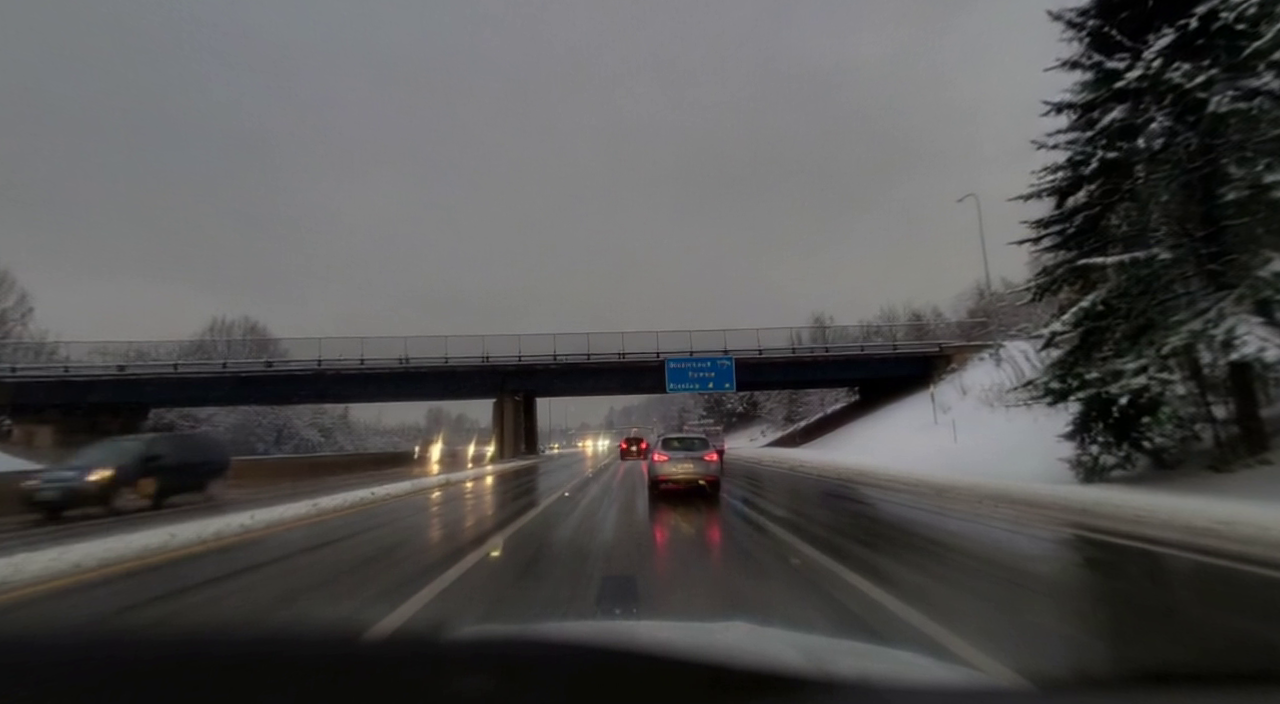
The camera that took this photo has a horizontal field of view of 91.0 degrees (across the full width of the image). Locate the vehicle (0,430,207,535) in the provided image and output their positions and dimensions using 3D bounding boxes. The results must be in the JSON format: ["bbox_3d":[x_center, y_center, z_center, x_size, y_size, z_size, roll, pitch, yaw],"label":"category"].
[{"bbox_3d":[-11.047,2.441,12.371,2.012,1.680,4.360,-1,-8,-1],"label":"vehicle"}]

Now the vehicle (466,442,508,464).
[{"bbox_3d":[-11.601,7.618,47.916,2.044,1.502,4.700,-2,-8,0],"label":"vehicle"}]

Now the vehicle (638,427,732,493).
[{"bbox_3d":[1.147,3.032,18.092,2.092,1.636,4.024,0,-8,-5],"label":"vehicle"}]

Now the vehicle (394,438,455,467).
[{"bbox_3d":[-15.399,7.190,45.370,2.454,1.868,5.753,-1,-8,0],"label":"vehicle"}]

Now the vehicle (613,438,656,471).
[{"bbox_3d":[-0.280,4.926,30.585,1.968,1.482,3.586,0,-8,-1],"label":"vehicle"}]
